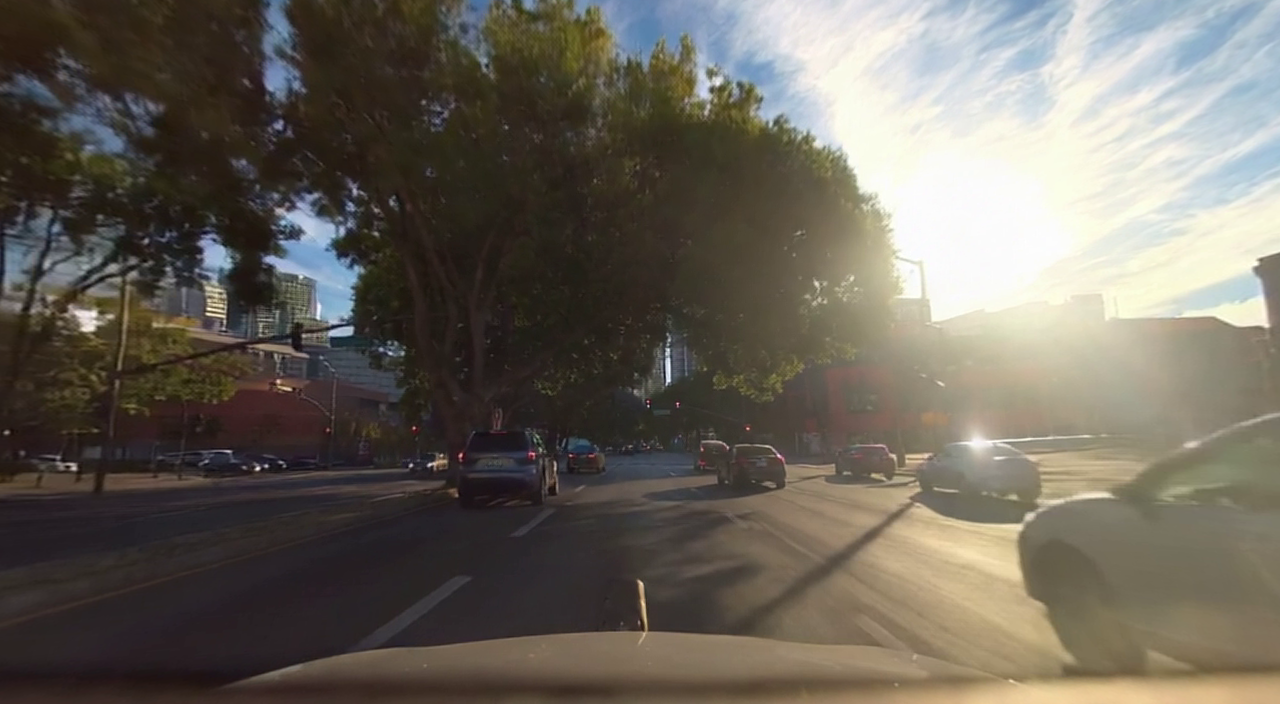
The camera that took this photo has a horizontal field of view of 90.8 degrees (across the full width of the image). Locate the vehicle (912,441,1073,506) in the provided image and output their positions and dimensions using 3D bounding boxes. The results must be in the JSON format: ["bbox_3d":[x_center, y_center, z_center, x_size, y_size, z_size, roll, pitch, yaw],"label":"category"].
[{"bbox_3d":[9.079,3.146,16.779,1.884,1.478,4.164,0,-9,0],"label":"vehicle"}]

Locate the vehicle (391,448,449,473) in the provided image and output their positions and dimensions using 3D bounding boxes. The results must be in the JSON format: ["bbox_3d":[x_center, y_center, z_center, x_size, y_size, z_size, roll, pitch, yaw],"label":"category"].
[{"bbox_3d":[-14.099,6.958,40.821,1.919,1.475,4.467,-1,-9,4],"label":"vehicle"}]

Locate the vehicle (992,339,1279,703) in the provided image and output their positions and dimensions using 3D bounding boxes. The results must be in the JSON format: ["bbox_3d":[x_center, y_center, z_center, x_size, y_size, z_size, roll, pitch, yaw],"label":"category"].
[{"bbox_3d":[3.673,0.767,2.184,2.152,1.742,4.704,0,-9,0],"label":"vehicle"}]

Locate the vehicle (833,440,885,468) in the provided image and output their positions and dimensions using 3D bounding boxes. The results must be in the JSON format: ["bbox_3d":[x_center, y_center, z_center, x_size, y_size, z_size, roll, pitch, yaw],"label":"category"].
[{"bbox_3d":[13.644,6.300,39.249,2.173,1.614,4.335,-5,-10,29],"label":"vehicle"}]

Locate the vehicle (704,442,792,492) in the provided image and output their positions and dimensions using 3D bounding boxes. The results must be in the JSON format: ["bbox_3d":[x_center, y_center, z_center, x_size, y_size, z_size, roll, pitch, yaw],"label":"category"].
[{"bbox_3d":[3.472,3.806,21.305,2.054,1.473,4.511,0,-9,-2],"label":"vehicle"}]

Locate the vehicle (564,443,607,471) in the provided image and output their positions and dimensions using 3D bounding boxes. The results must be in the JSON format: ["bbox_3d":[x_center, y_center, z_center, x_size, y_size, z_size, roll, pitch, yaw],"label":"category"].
[{"bbox_3d":[-3.001,5.899,35.674,2.032,1.442,4.336,0,-9,0],"label":"vehicle"}]

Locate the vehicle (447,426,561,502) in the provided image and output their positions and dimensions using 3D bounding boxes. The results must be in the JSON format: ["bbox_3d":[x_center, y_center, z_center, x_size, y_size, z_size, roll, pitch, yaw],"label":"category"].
[{"bbox_3d":[-3.512,2.982,17.142,2.155,1.797,3.989,0,-9,1],"label":"vehicle"}]
